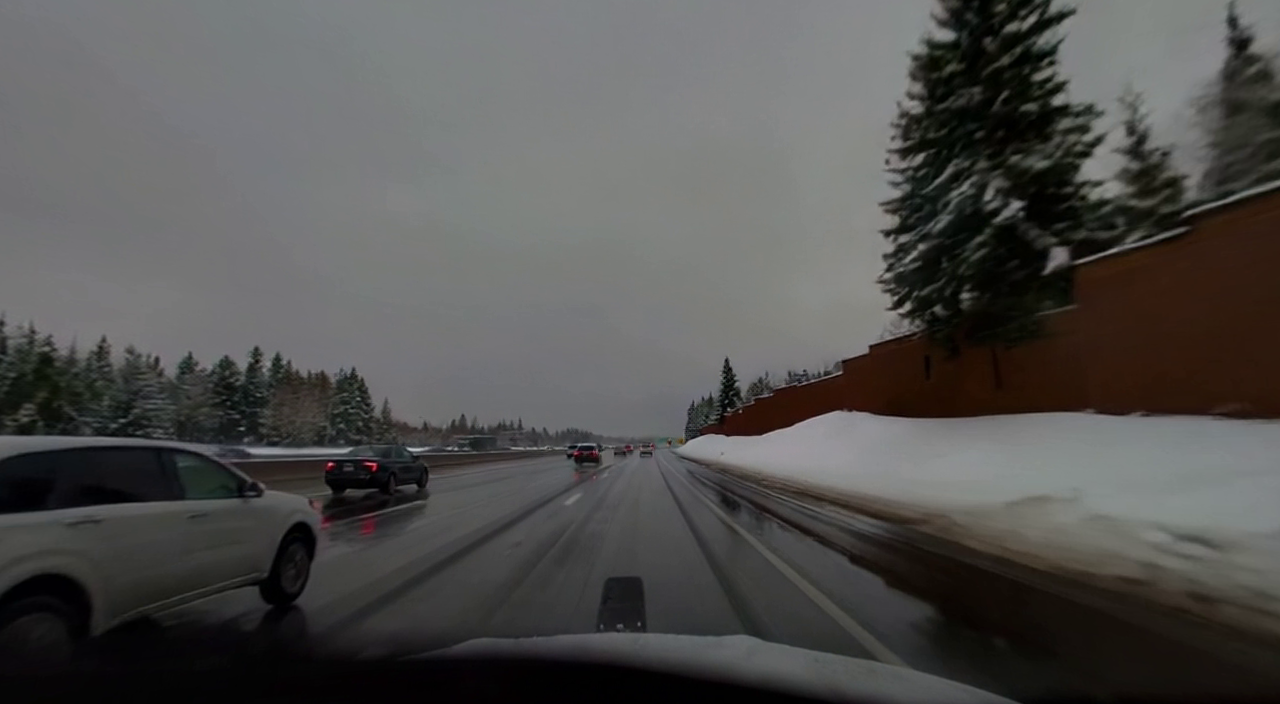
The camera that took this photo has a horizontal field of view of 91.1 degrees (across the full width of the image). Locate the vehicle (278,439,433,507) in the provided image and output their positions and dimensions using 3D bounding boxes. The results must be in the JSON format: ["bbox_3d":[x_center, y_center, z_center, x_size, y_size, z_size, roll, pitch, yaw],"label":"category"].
[{"bbox_3d":[-7.050,3.021,16.143,1.942,1.502,4.216,0,-8,1],"label":"vehicle"}]

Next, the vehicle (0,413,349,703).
[{"bbox_3d":[-3.756,1.134,3.501,1.945,1.484,4.803,0,-8,0],"label":"vehicle"}]

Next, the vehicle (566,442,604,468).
[{"bbox_3d":[-3.592,6.863,41.999,2.036,1.636,4.511,0,-8,1],"label":"vehicle"}]
